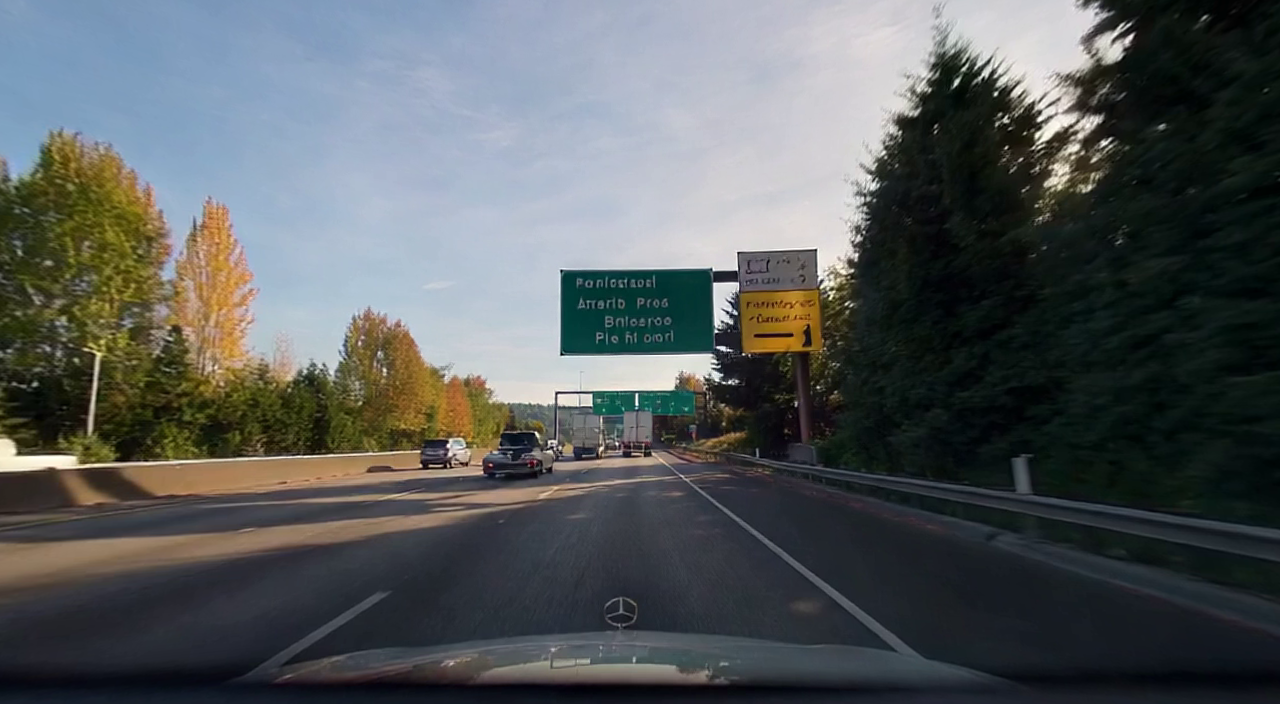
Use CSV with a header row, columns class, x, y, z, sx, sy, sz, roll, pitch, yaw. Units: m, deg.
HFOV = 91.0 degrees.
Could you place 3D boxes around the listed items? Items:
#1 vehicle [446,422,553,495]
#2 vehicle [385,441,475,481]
class,x,y,z,sx,sy,sz,roll,pitch,yaw
vehicle,-3.948,3.089,18.712,2.127,1.839,4.984,0,-8,-1
vehicle,-7.874,4.110,24.085,1.946,1.365,4.420,0,-8,0
